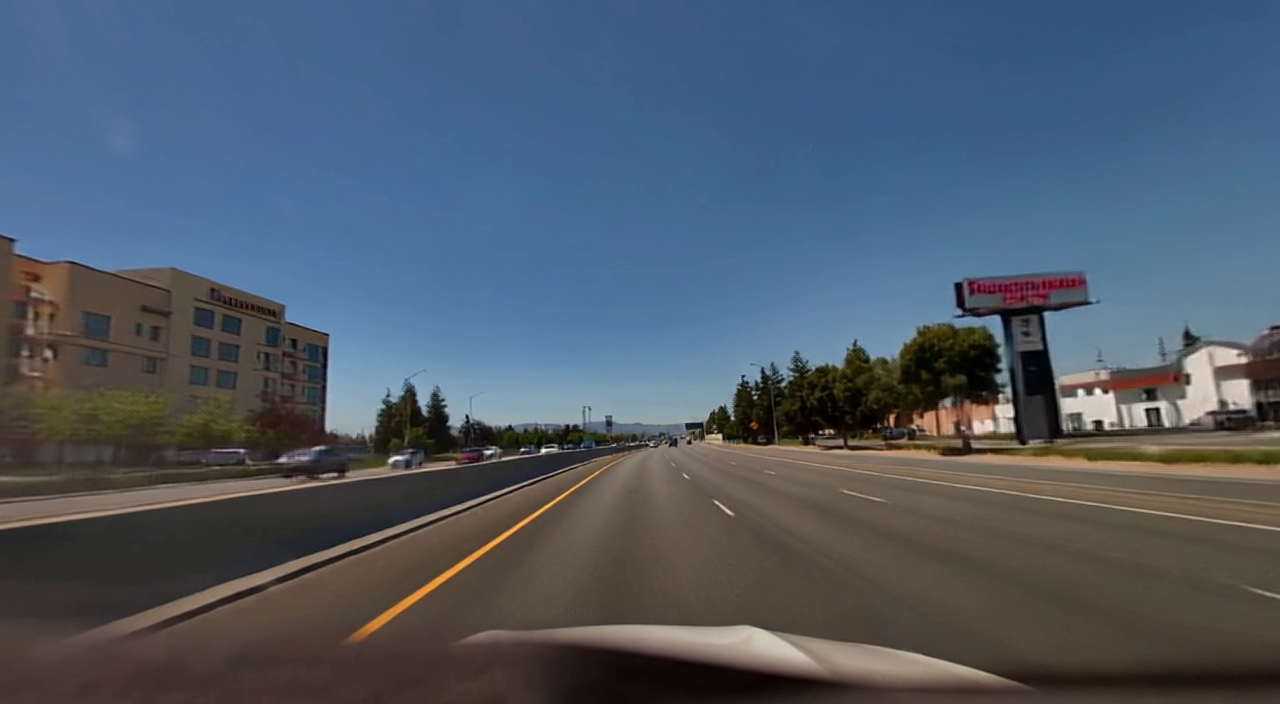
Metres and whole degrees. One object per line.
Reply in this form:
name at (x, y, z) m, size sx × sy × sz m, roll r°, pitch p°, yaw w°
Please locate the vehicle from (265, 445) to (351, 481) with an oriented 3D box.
vehicle at (-19.106, 6.377, 36.662) m, size 2.278 × 1.932 × 5.143 m, roll 0°, pitch -8°, yaw -1°
